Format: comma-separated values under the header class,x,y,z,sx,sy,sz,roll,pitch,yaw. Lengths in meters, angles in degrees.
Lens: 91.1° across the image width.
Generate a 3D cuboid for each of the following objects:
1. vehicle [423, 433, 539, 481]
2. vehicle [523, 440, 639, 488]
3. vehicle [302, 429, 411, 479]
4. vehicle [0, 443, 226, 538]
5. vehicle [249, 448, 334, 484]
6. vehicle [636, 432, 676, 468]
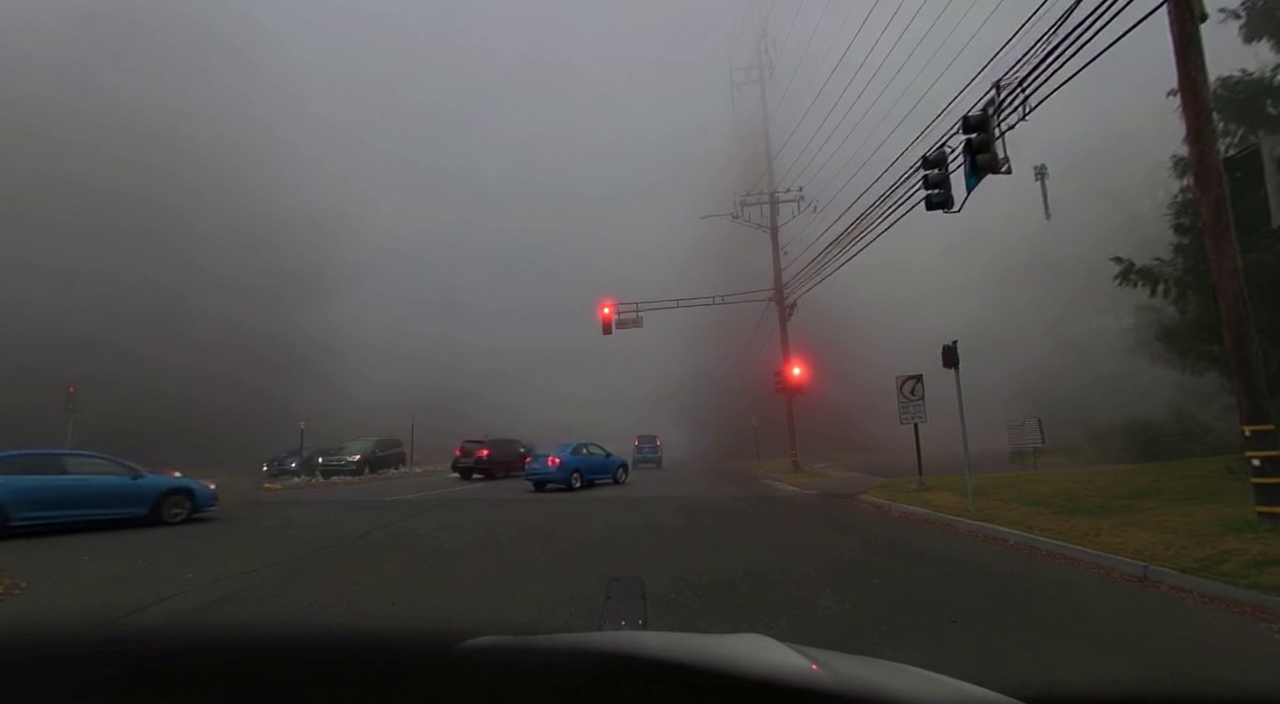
class,x,y,z,sx,sy,sz,roll,pitch,yaw
vehicle,-6.429,4.336,26.165,1.929,1.750,5.044,-4,-10,24
vehicle,-1.861,3.761,21.547,2.019,1.455,4.529,-4,-9,23
vehicle,-13.129,4.769,29.616,2.350,2.104,5.828,0,-8,1
vehicle,-10.057,2.307,10.850,4.621,1.440,2.129,4,-10,-29
vehicle,-17.090,5.597,31.012,1.942,1.477,3.957,-4,-9,0
vehicle,1.052,5.875,37.902,2.137,1.986,5.930,-1,-8,4
